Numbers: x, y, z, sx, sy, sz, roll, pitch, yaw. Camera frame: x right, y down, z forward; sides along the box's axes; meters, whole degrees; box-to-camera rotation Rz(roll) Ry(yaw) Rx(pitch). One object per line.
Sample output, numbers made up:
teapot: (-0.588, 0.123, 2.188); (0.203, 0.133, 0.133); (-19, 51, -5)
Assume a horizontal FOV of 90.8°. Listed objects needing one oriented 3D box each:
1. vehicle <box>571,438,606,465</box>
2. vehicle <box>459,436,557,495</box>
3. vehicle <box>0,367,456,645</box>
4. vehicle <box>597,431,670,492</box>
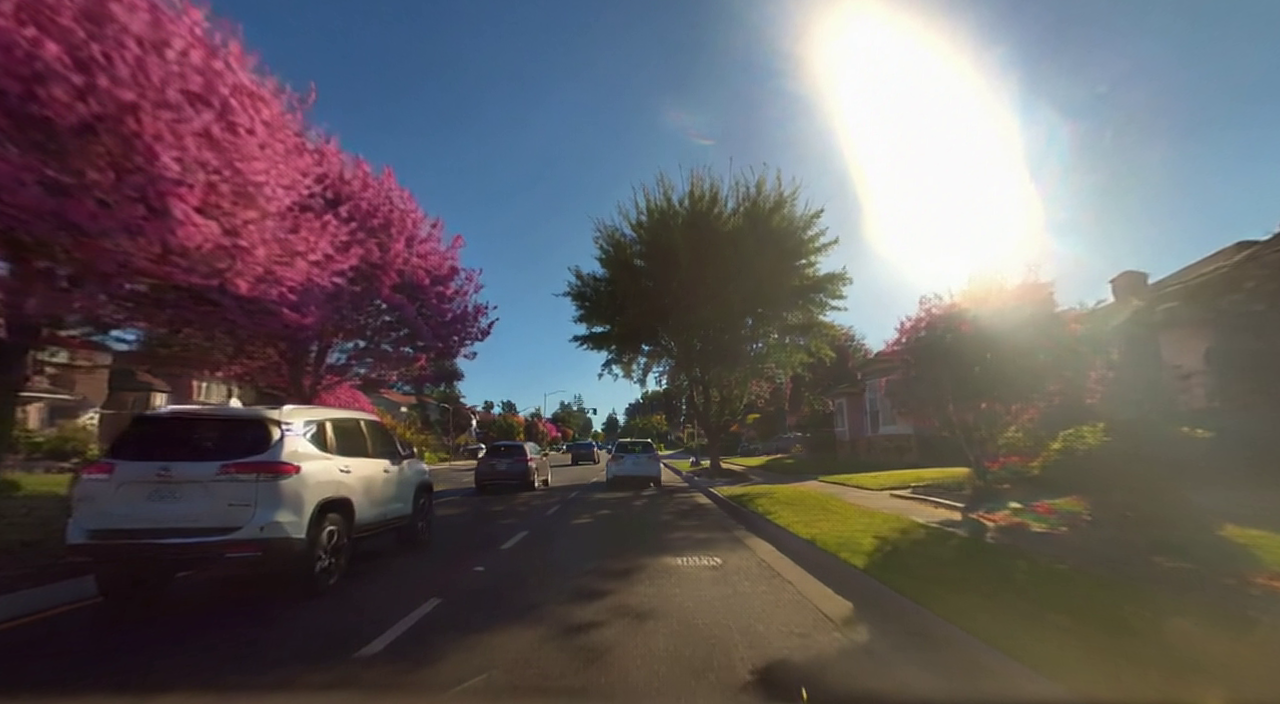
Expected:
vehicle: (-3.555, 6.979, 44.478); (2.080, 1.780, 4.879); (0, -8, 0)
vehicle: (-3.783, 3.322, 18.907); (2.066, 1.565, 3.905); (0, -8, 0)
vehicle: (-3.745, 1.408, 6.866); (2.161, 1.919, 4.798); (0, -8, -2)
vehicle: (-0.187, 3.301, 19.346); (1.997, 1.636, 3.760); (0, -8, 0)
